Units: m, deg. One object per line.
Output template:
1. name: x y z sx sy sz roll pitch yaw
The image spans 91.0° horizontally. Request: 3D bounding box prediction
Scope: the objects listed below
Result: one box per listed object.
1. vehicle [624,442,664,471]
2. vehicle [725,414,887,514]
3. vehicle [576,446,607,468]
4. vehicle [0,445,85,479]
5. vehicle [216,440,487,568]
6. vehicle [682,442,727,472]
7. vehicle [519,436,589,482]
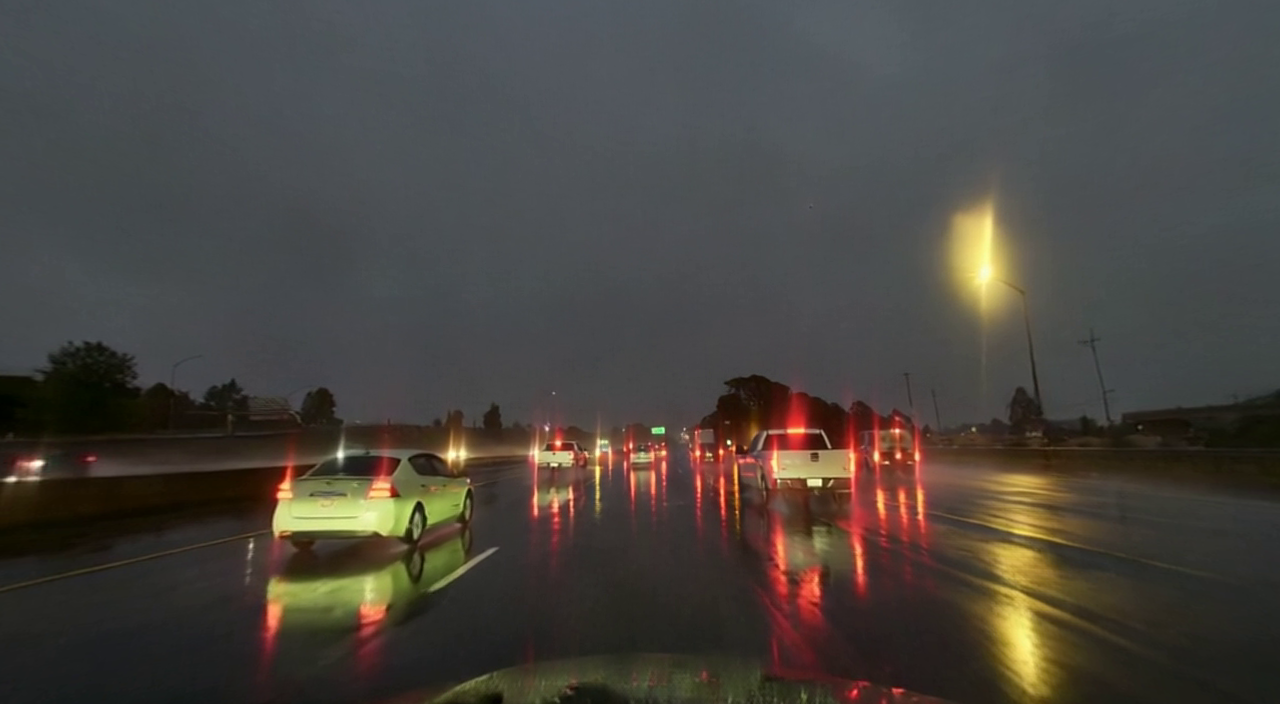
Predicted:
1. vehicle: 0.202 6.023 36.436 2.147 1.572 4.094 0 -9 0
2. vehicle: 3.618 2.608 15.158 2.340 1.925 5.529 1 -9 -1
3. vehicle: -3.405 7.423 44.722 1.907 1.484 3.954 0 -9 0
4. vehicle: -30.885 5.464 31.595 1.875 1.542 4.486 0 -9 0
5. vehicle: -3.816 2.065 9.370 1.947 1.424 4.264 0 -9 1
6. vehicle: 3.773 6.200 37.469 2.145 1.636 4.437 1 -9 -1
7. vehicle: -3.575 4.560 27.117 2.176 1.783 4.799 0 -9 2
